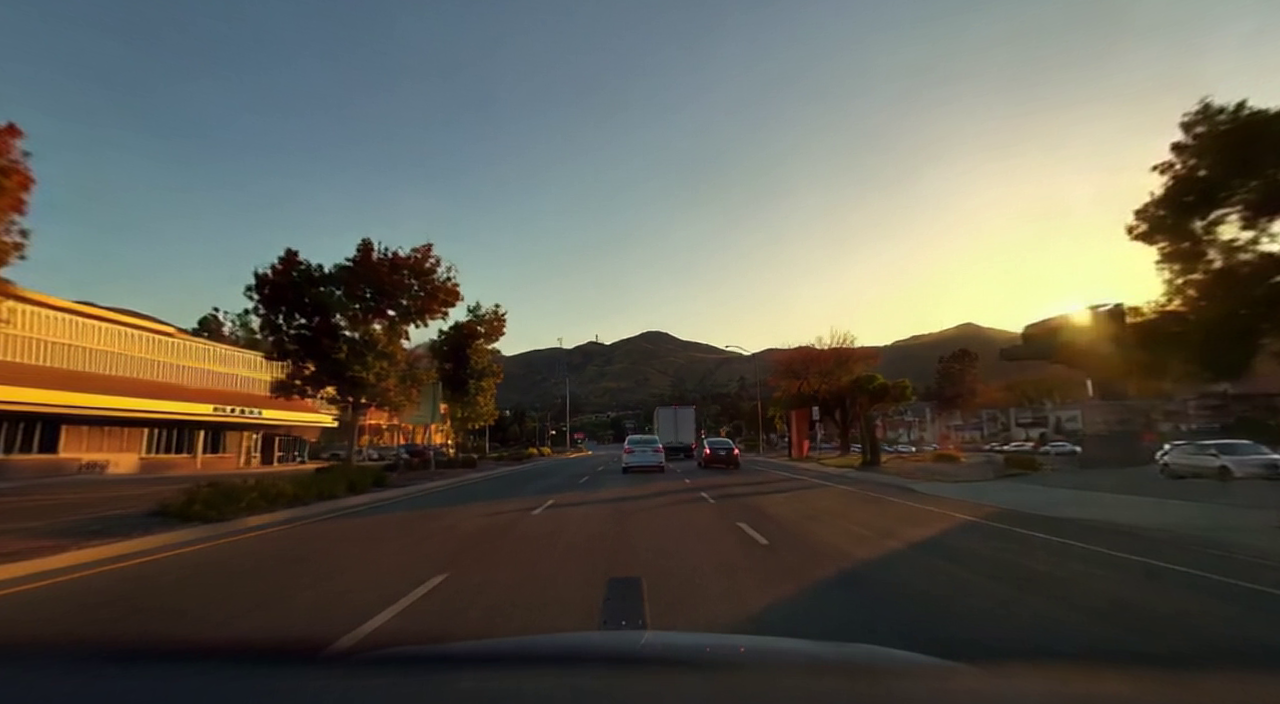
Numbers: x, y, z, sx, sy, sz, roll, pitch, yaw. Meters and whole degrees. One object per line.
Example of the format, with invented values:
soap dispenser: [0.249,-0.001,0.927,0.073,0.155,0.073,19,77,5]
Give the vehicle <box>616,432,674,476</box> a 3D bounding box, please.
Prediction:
vehicle: [0.140,4.111,25.516,2.193,1.651,3.946,0,-8,-1]

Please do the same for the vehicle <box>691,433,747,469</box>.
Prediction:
vehicle: [3.821,4.868,31.067,2.088,1.655,4.360,0,-8,-1]

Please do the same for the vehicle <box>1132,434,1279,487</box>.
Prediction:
vehicle: [19.589,3.644,21.423,2.068,1.627,4.269,0,-8,-1]
